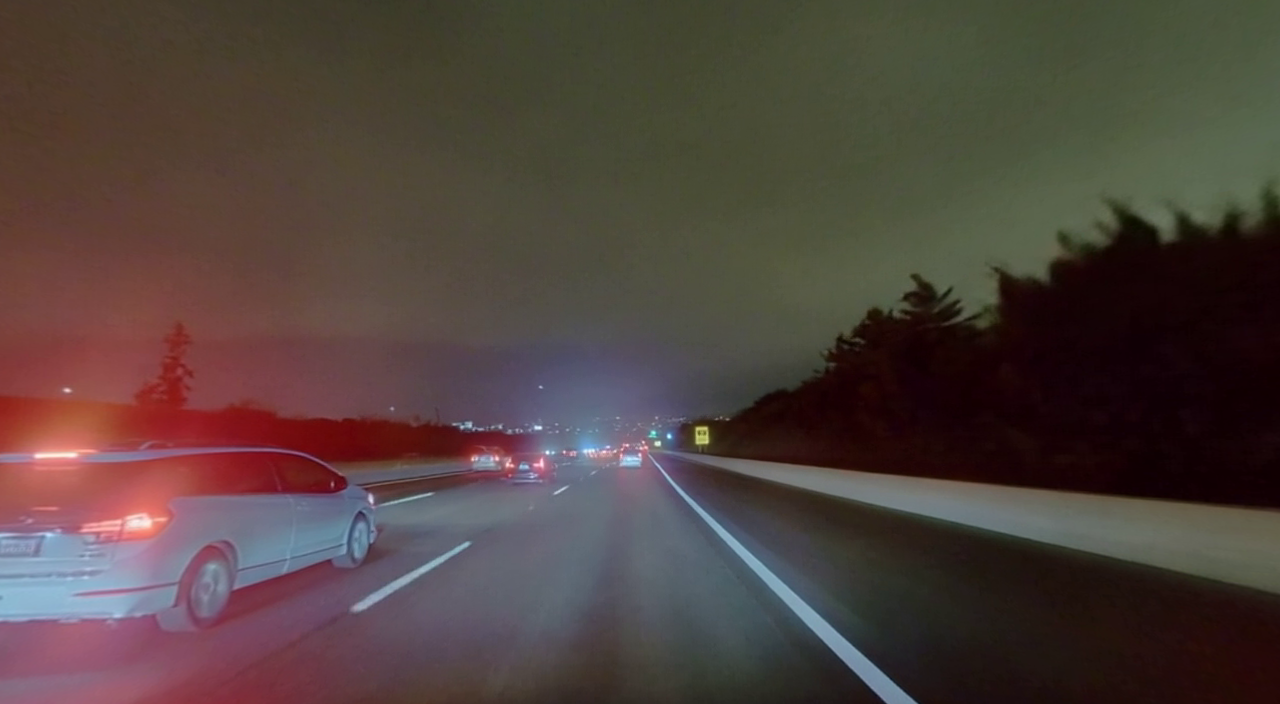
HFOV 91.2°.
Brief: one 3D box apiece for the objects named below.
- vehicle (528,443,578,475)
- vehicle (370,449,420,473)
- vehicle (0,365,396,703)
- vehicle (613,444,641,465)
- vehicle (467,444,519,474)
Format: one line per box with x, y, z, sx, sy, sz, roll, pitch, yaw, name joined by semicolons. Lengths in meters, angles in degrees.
-4.307;5.383;31.672;1.988;1.477;4.118;0;-9;-1;vehicle
-16.714;7.422;42.952;1.811;1.554;3.985;-1;-9;0;vehicle
-4.127;1.309;5.567;2.074;1.779;4.588;0;-9;0;vehicle
-0.931;7.557;46.244;2.023;1.479;3.718;0;-9;0;vehicle
-7.980;5.838;34.353;1.936;1.516;3.904;0;-9;0;vehicle
